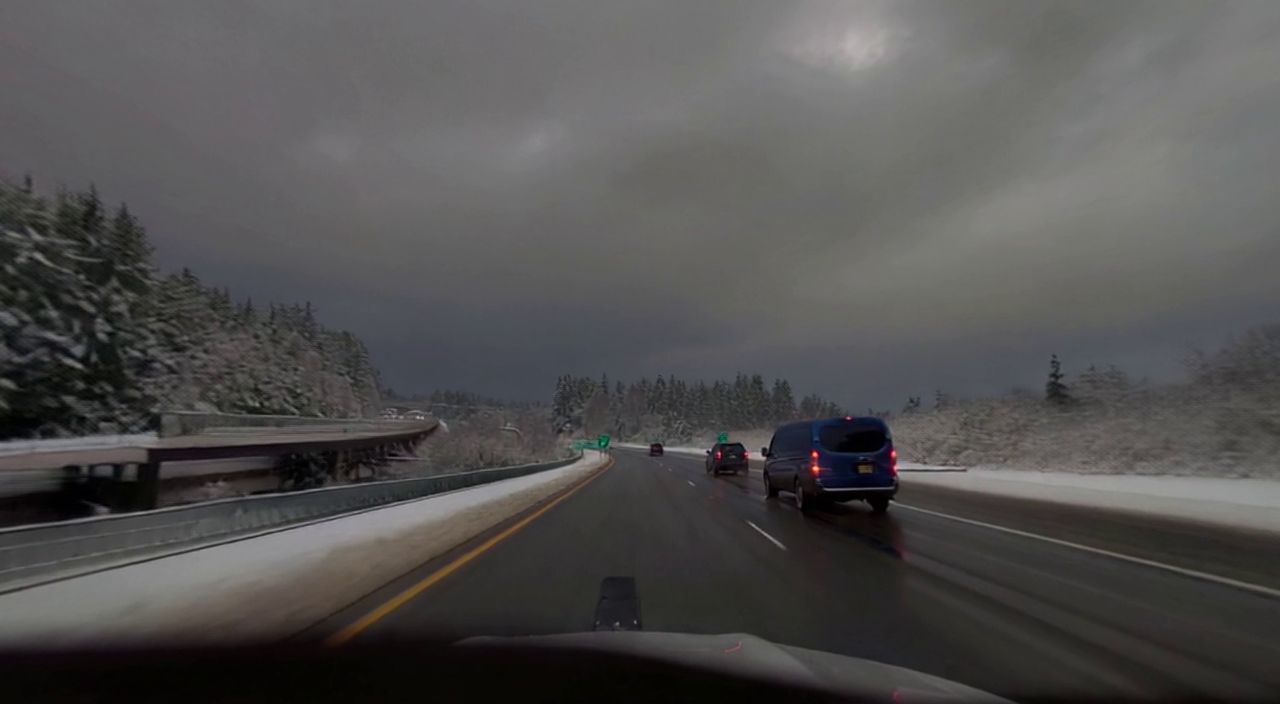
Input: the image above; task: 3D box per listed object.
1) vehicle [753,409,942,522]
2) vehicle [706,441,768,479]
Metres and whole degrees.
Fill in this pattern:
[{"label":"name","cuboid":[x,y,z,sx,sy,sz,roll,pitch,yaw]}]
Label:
[{"label":"vehicle","cuboid":[4.035,2.345,13.363,2.205,1.923,4.956,0,-9,-1]},{"label":"vehicle","cuboid":[4.173,4.712,27.583,1.952,1.536,4.036,0,-9,-2]}]
